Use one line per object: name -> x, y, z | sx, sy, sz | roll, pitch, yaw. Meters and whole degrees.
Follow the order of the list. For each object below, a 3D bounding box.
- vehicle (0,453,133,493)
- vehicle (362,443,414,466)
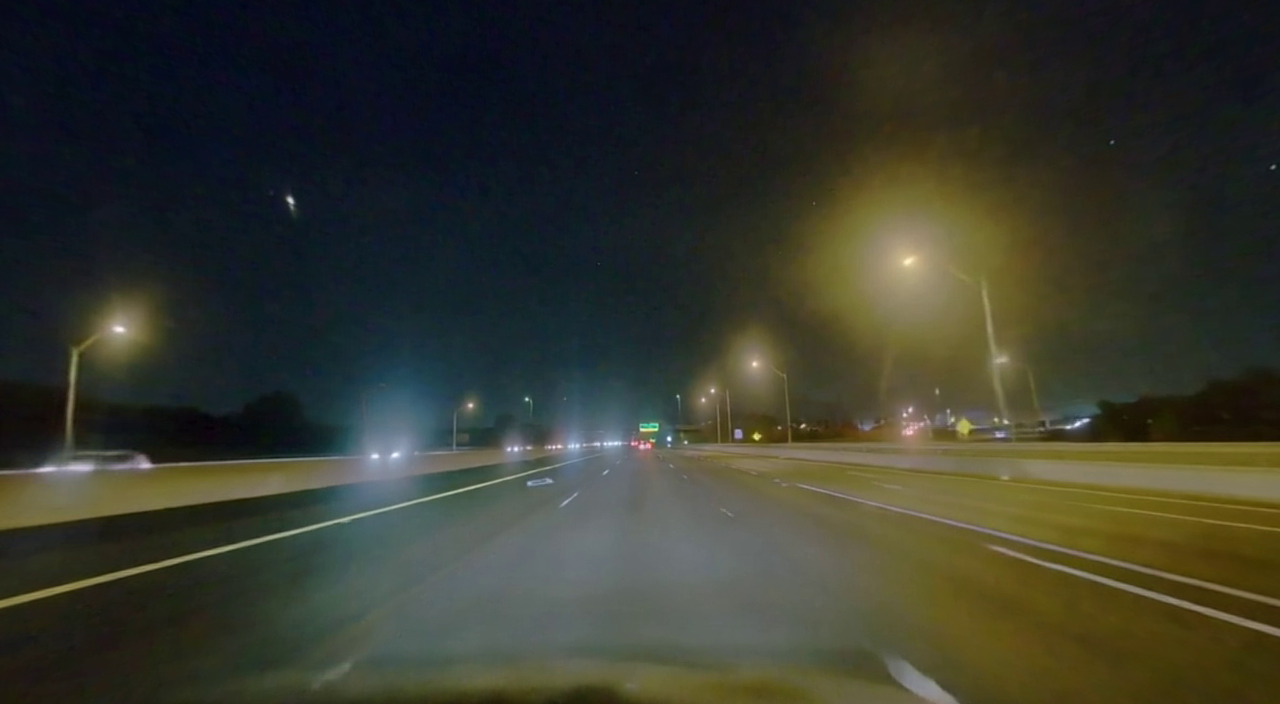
vehicle -> -24.657, 5.151, 27.173 | 1.914, 1.497, 4.499 | 0, -8, -1
vehicle -> -19.450, 7.892, 48.918 | 1.942, 1.655, 4.812 | 0, -8, 1
